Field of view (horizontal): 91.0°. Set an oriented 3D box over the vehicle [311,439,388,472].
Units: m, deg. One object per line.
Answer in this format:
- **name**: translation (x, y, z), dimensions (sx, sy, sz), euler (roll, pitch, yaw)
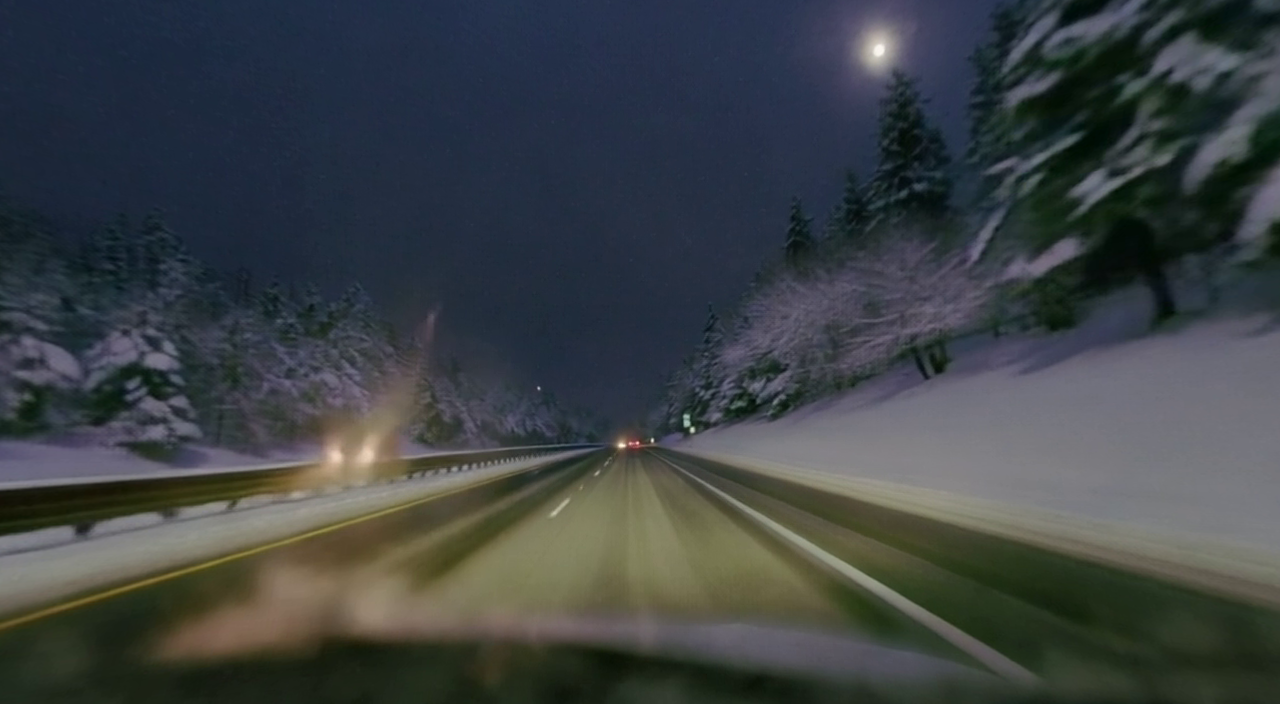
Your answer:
- **vehicle**: translation (-14.130, 5.019, 30.890), dimensions (1.885, 1.485, 4.050), euler (0, -8, -1)
